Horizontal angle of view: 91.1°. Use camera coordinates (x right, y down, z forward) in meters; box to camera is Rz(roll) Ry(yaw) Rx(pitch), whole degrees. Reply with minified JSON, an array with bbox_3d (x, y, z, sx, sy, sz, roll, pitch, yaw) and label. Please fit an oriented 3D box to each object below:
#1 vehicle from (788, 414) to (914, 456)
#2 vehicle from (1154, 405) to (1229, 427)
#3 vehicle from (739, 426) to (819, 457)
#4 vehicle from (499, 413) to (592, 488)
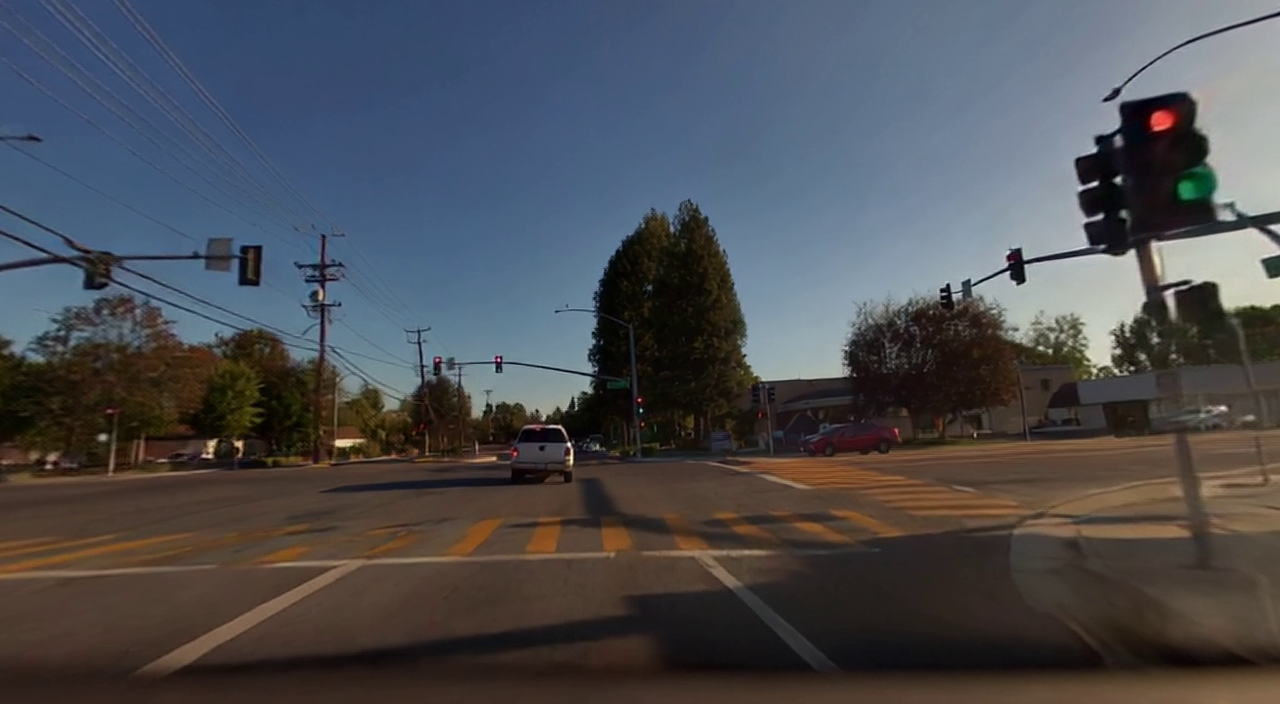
[{"bbox_3d":[9.870,3.909,29.632,5.149,1.725,1.964,-1,-8,-5],"label":"vehicle"},{"bbox_3d":[38.934,4.559,44.360,3.805,1.451,1.641,0,-8,-3],"label":"vehicle"},{"bbox_3d":[7.524,4.896,34.340,3.990,1.548,1.780,-1,-8,4],"label":"vehicle"},{"bbox_3d":[-2.587,2.857,18.425,2.300,1.868,4.690,0,-8,-4],"label":"vehicle"}]
